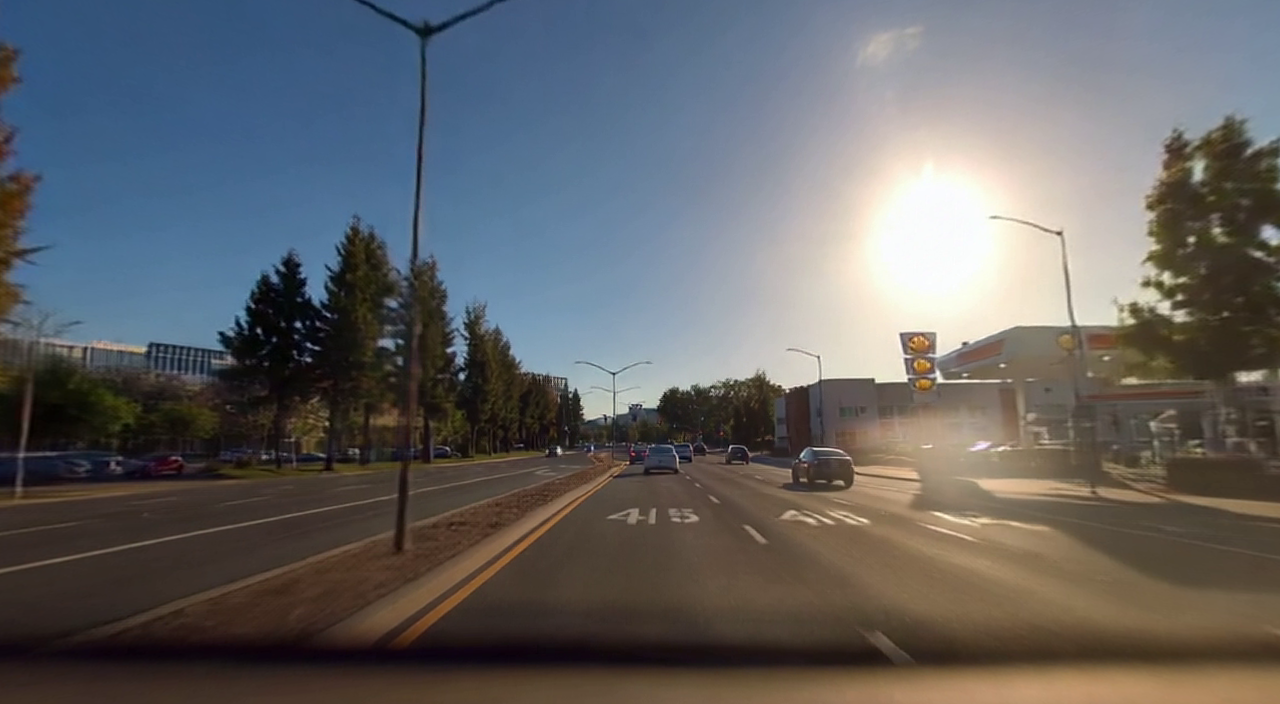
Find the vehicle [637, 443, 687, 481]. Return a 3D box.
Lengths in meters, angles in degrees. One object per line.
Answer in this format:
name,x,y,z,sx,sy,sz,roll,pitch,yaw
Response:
vehicle,0.865,4.675,27.135,1.971,1.479,4.493,0,-8,0

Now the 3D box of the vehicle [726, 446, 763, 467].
vehicle,7.744,7.741,46.881,1.930,1.479,4.477,0,-8,0

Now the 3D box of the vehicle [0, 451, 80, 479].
vehicle,-36.951,6.754,37.807,1.925,1.568,4.769,0,-8,1

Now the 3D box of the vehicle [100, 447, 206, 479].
vehicle,-29.130,6.626,37.831,2.011,1.762,5.267,0,-8,3

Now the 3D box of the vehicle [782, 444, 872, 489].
vehicle,6.727,4.131,23.114,1.918,1.484,4.456,0,-8,0
